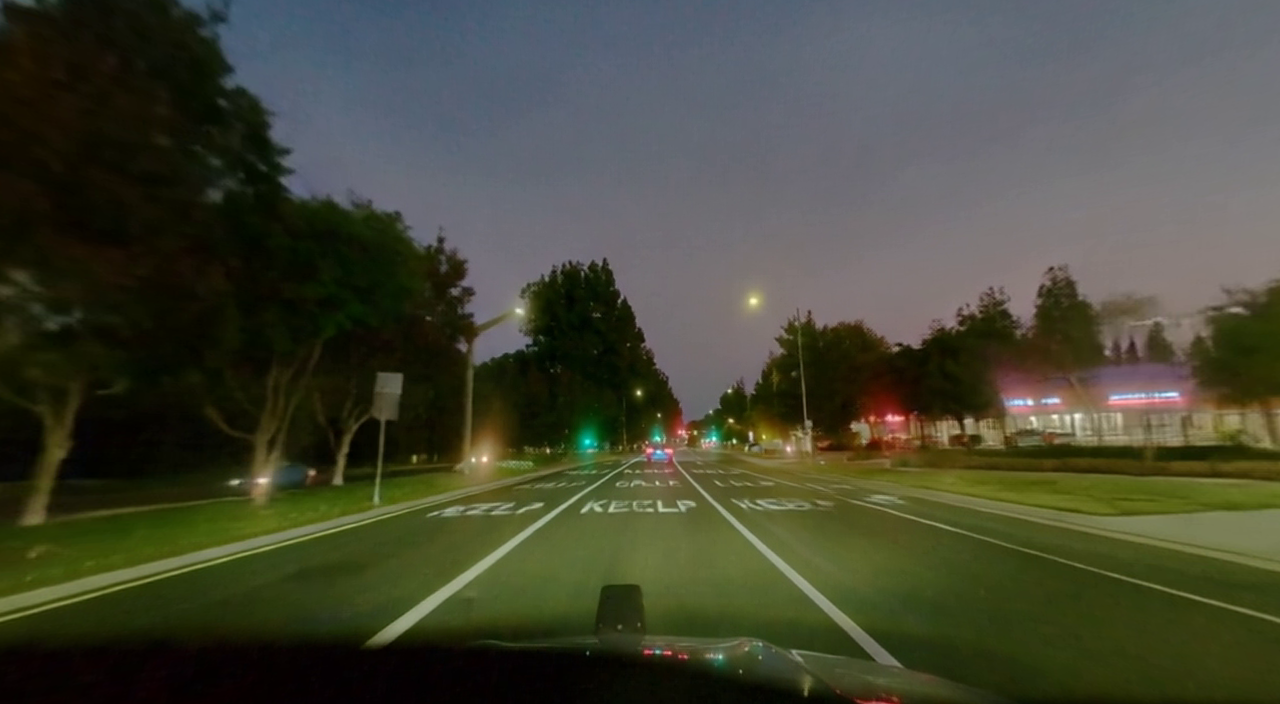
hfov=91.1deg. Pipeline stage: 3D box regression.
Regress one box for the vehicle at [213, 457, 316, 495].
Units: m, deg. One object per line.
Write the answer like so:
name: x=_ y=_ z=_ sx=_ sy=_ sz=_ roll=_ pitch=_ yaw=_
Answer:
vehicle: x=-16.796 y=5.544 z=28.401 sx=1.836 sy=1.469 sz=4.444 roll=0 pitch=-9 yaw=1

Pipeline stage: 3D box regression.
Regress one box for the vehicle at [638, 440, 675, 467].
vehicle: x=0.978 y=6.148 z=38.157 sx=2.144 sy=1.505 sz=4.128 roll=0 pitch=-9 yaw=1

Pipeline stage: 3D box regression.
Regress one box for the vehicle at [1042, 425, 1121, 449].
vehicle: x=31.722 y=6.153 z=45.199 sx=4.051 sy=1.475 sz=1.949 roll=-3 pitch=-9 yaw=2
